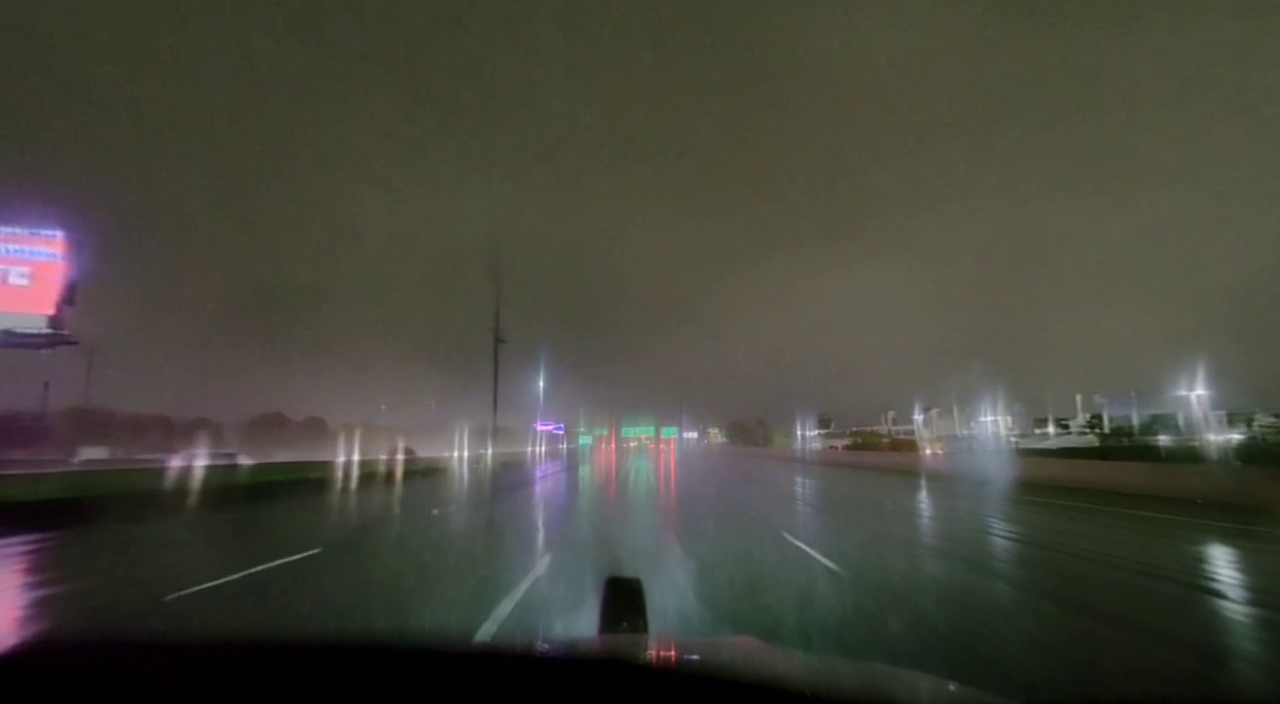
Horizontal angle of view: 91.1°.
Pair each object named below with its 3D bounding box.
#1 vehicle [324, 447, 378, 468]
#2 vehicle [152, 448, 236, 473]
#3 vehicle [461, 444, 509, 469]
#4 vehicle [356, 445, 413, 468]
[{"bbox_3d":[-22.055,8.024,48.114,2.021,1.518,4.362,0,-9,1],"label":"vehicle"},{"bbox_3d":[-29.167,7.073,41.275,1.888,1.509,4.905,0,-9,1],"label":"vehicle"},{"bbox_3d":[-10.063,6.767,41.036,1.974,1.513,4.584,0,-9,0],"label":"vehicle"},{"bbox_3d":[-18.711,7.682,46.191,1.988,1.572,4.923,0,-9,1],"label":"vehicle"}]
